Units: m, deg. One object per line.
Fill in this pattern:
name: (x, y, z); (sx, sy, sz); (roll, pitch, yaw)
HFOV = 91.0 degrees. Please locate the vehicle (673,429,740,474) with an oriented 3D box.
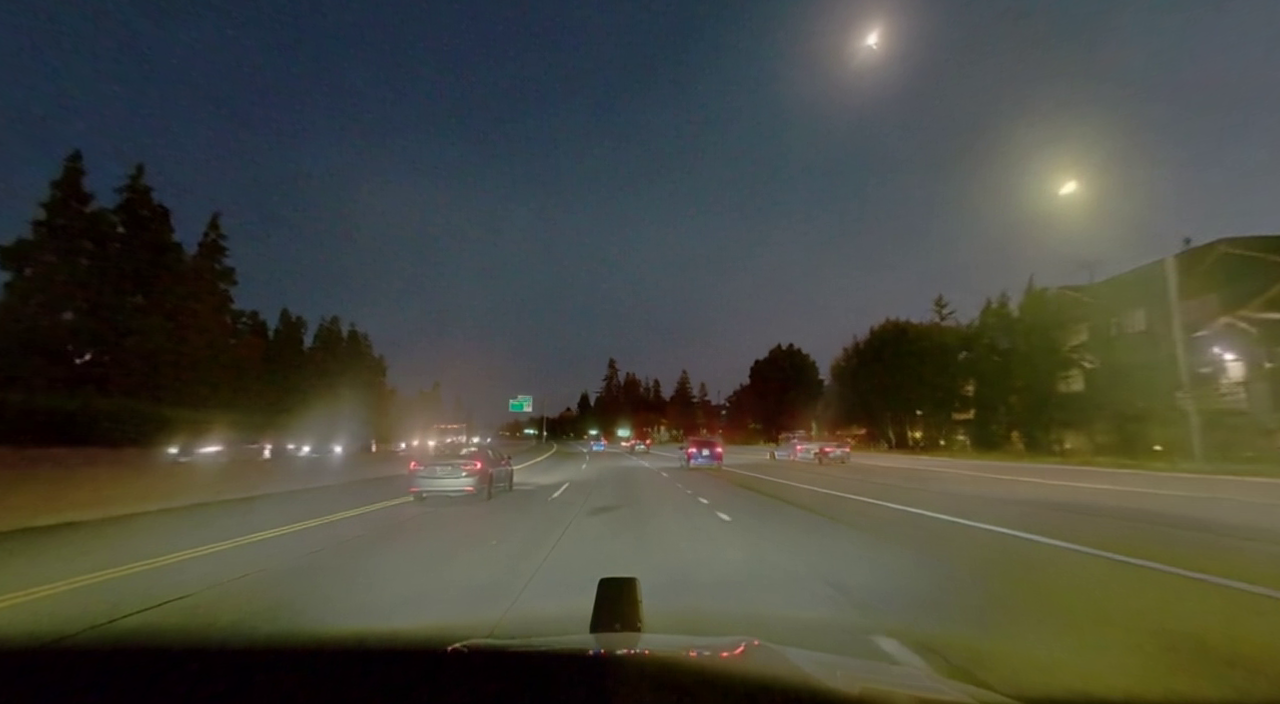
vehicle: (2.638, 4.111, 26.196); (2.092, 1.686, 4.188); (0, -9, -3)

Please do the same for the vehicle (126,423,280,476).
vehicle: (-17.220, 3.892, 25.350); (2.353, 1.866, 5.671); (0, -9, -3)

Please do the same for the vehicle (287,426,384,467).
vehicle: (-13.062, 4.097, 27.325); (2.160, 1.618, 4.188); (0, -9, -1)

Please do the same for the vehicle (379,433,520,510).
vehicle: (-4.254, 2.729, 14.912); (2.036, 1.528, 4.400); (0, -9, -1)
